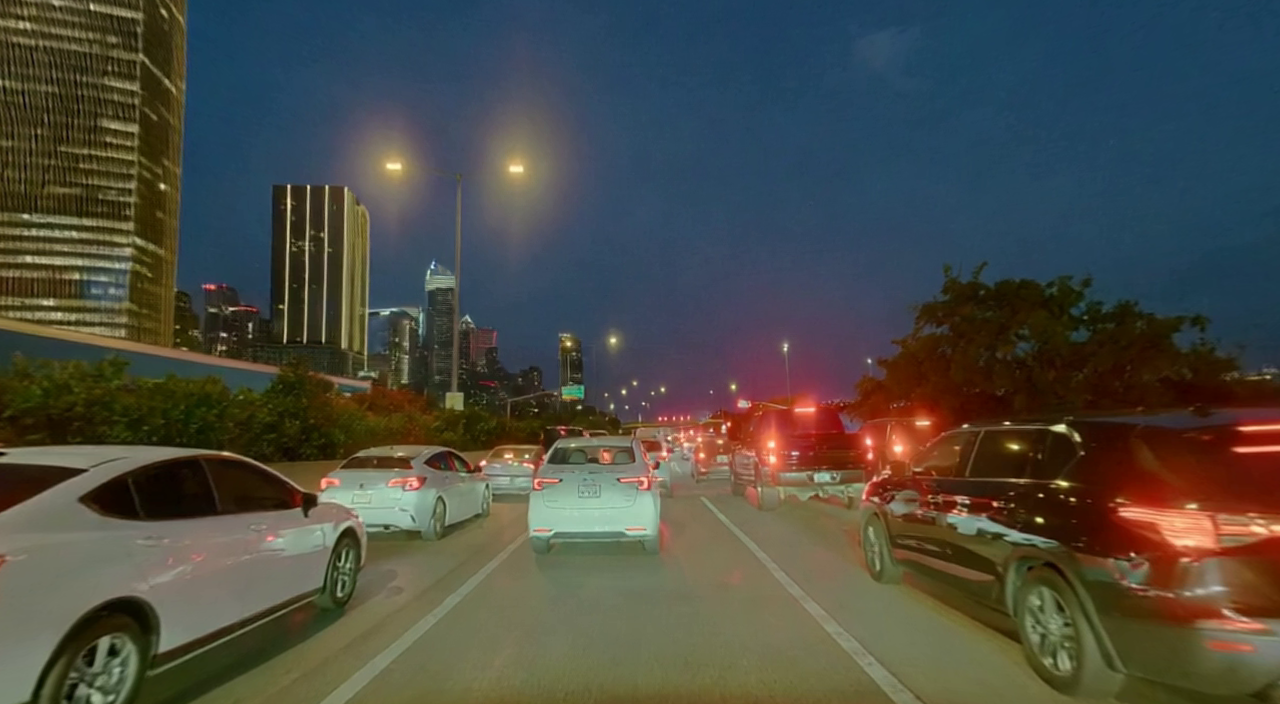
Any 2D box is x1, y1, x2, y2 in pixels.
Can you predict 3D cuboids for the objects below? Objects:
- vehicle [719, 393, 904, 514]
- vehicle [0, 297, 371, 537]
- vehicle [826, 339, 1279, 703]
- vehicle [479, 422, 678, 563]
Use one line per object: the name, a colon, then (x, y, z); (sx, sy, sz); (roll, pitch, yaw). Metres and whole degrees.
vehicle: (3.473, 2.270, 14.381); (2.497, 2.186, 5.890); (0, -8, -1)
vehicle: (-13.204, 2.141, 17.775); (3.246, 4.347, 17.394); (0, -9, 1)
vehicle: (3.170, 1.148, 4.802); (2.024, 1.723, 4.714); (0, -8, 0)
vehicle: (-0.654, 1.861, 9.065); (2.172, 1.536, 4.250); (0, -8, 0)
